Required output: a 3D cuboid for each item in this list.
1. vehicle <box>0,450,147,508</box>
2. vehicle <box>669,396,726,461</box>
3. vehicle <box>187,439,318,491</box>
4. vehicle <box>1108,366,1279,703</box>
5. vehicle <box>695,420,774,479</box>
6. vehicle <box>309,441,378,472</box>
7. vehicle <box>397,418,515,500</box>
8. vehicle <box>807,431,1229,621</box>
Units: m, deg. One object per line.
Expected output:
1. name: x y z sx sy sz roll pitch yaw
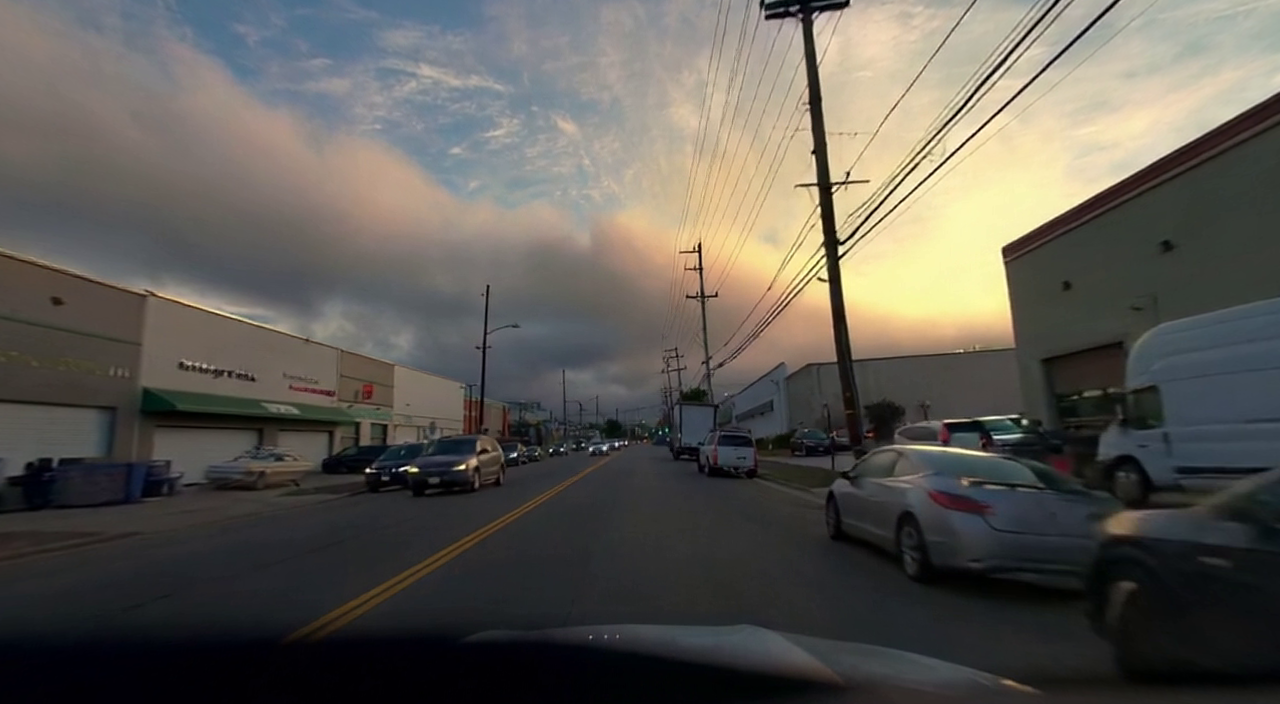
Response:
1. vehicle: -17.350 3.711 18.550 4.136 1.510 1.842 -1 -9 -1
2. vehicle: 3.530 5.084 40.969 2.874 3.757 8.612 0 -9 0
3. vehicle: -14.285 4.164 23.668 2.016 1.721 4.410 0 -9 1
4. vehicle: 3.607 0.652 0.993 1.911 1.654 5.061 0 -9 1
5. vehicle: 3.555 3.856 25.093 2.249 2.026 6.211 0 -9 1
6. vehicle: -17.259 6.112 37.055 1.929 1.702 4.121 0 -9 2
7. vehicle: -5.106 3.055 18.351 2.254 1.963 4.823 -2 -8 -4
8. vehicle: 3.589 1.720 7.375 1.974 1.455 4.776 0 -9 0
